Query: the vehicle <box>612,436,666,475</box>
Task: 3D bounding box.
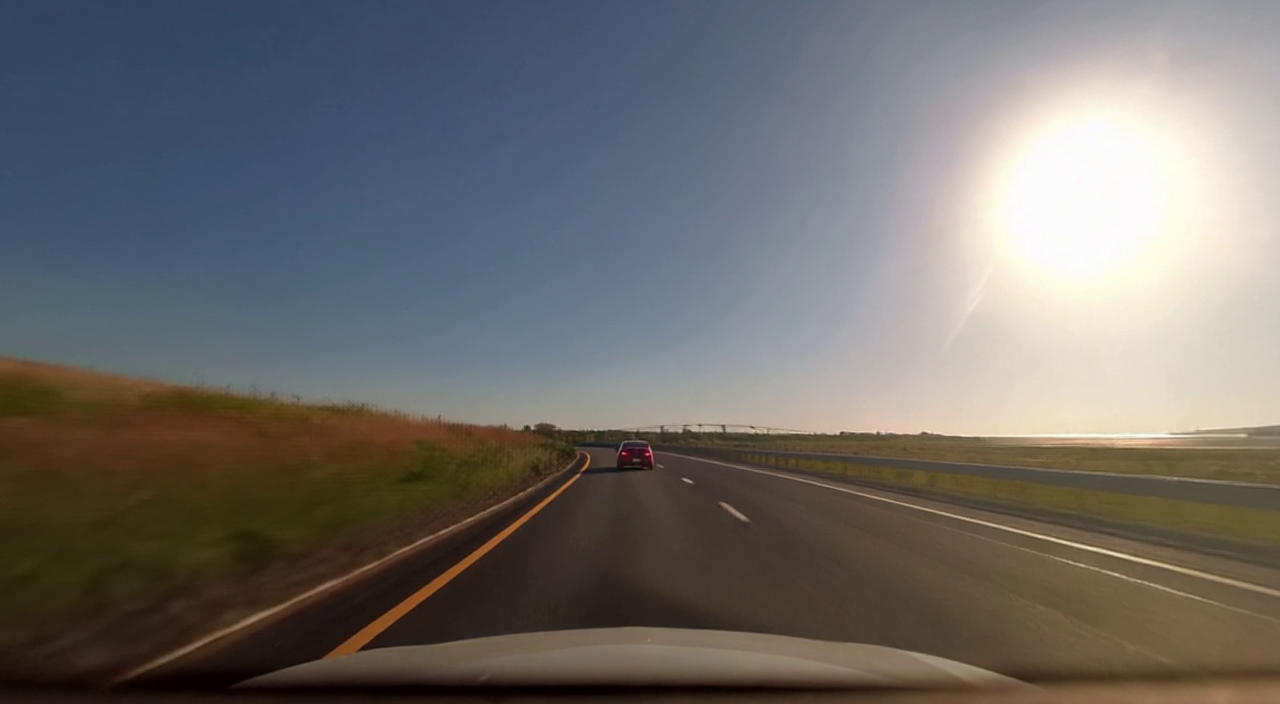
[{"bbox_3d":[-0.145,4.263,26.240,2.029,1.474,4.183,0,-8,-3],"label":"vehicle"}]
